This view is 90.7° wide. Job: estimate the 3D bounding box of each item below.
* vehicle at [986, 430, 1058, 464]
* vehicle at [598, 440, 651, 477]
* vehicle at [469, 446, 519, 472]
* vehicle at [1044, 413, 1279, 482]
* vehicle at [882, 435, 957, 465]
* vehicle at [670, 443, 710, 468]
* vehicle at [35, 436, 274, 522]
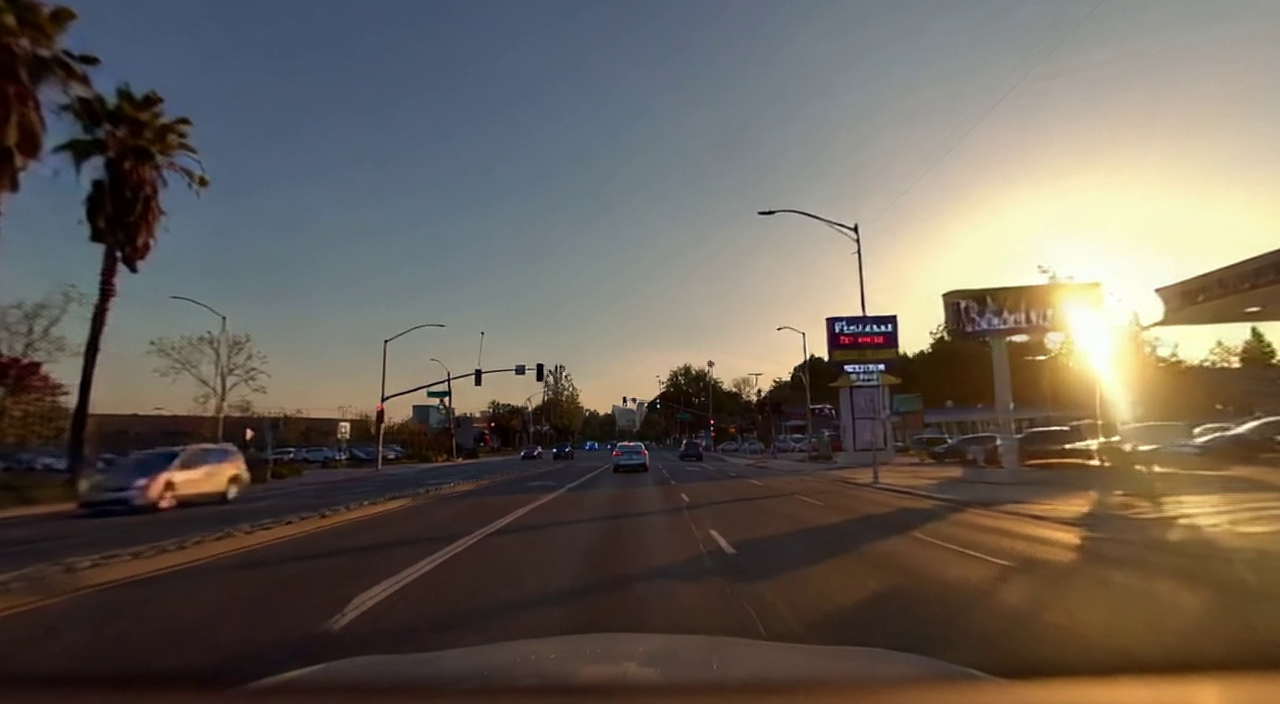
[{"bbox_3d":[20.006,4.949,33.065,4.432,1.556,2.012,6,-11,-44],"label":"vehicle"},{"bbox_3d":[-0.641,4.694,28.078,2.160,1.508,4.319,0,-9,-1],"label":"vehicle"},{"bbox_3d":[-8.705,6.404,38.057,1.894,1.486,4.359,0,-9,0],"label":"vehicle"},{"bbox_3d":[16.377,3.036,20.176,2.172,1.855,5.526,3,-9,-21],"label":"vehicle"},{"bbox_3d":[14.764,5.151,33.311,1.985,1.479,4.580,-9,-12,44],"label":"vehicle"},{"bbox_3d":[3.054,6.466,39.720,2.060,1.471,4.168,0,-9,-1],"label":"vehicle"},{"bbox_3d":[-11.569,3.027,15.678,2.098,1.766,4.787,0,-9,0],"label":"vehicle"}]
